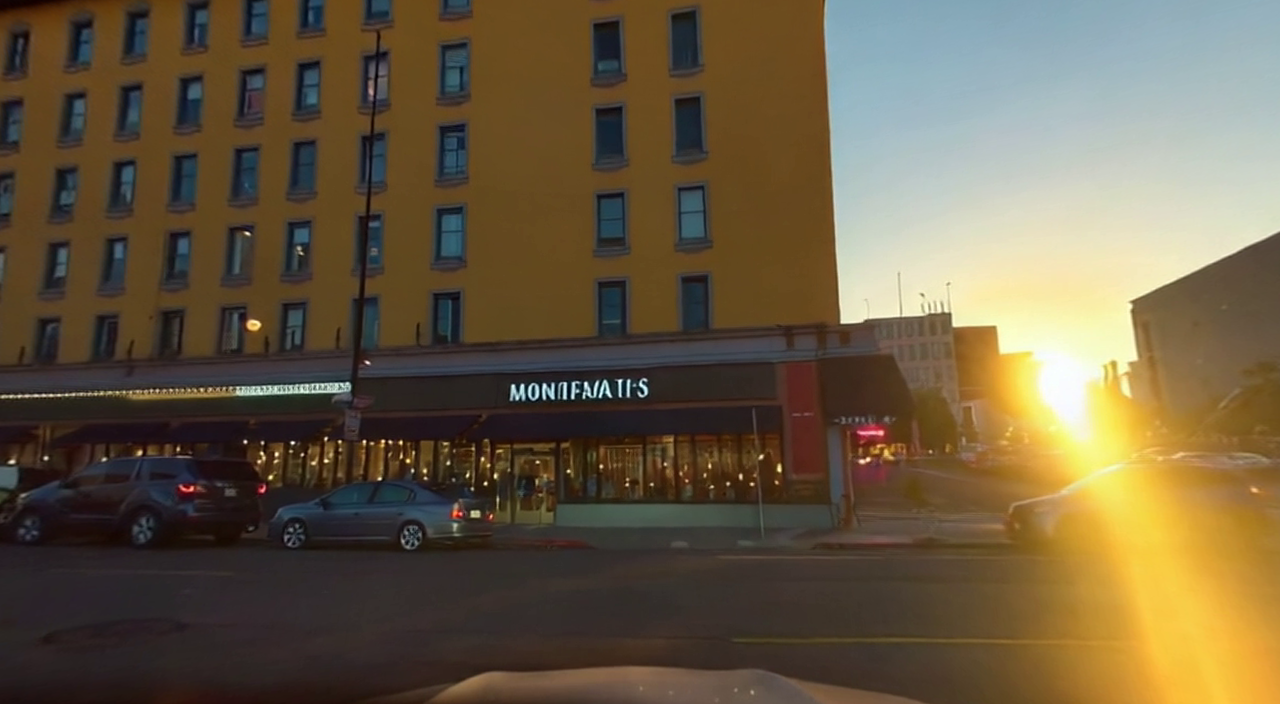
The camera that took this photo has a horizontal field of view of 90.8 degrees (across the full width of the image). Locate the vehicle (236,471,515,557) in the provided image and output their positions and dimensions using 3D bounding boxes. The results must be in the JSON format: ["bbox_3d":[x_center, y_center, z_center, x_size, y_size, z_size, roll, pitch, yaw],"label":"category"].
[{"bbox_3d":[-5.140,3.154,12.627,4.830,1.421,1.826,-1,-8,8],"label":"vehicle"}]

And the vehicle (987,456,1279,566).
[{"bbox_3d":[8.963,2.735,11.229,4.410,1.687,1.834,-1,-8,6],"label":"vehicle"}]

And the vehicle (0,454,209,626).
[{"bbox_3d":[-7.498,1.885,7.025,4.330,1.458,1.932,-2,-8,13],"label":"vehicle"}]
